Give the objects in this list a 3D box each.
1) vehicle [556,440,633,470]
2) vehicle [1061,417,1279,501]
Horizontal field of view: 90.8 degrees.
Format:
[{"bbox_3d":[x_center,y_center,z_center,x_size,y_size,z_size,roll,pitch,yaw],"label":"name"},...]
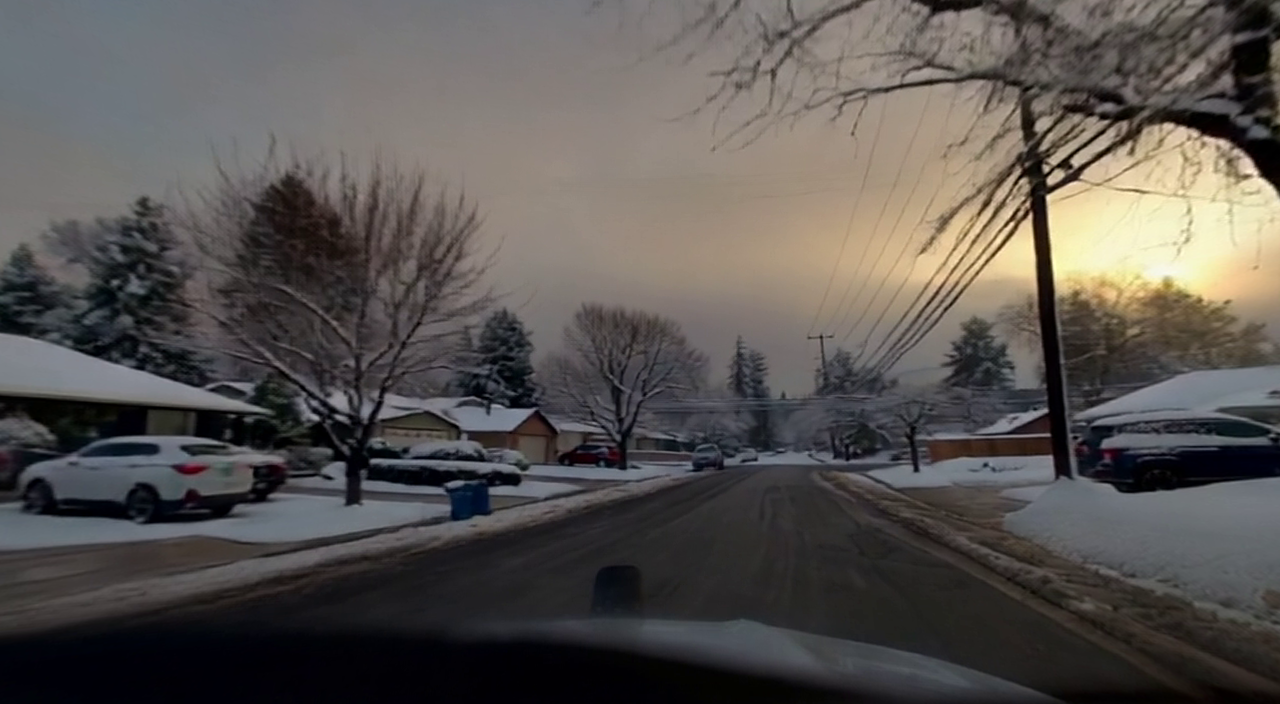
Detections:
[{"bbox_3d":[-3.192,7.301,45.002,5.033,1.997,2.126,-2,-8,12],"label":"vehicle"},{"bbox_3d":[14.158,2.603,15.615,5.693,1.886,2.235,-2,-9,14],"label":"vehicle"}]
